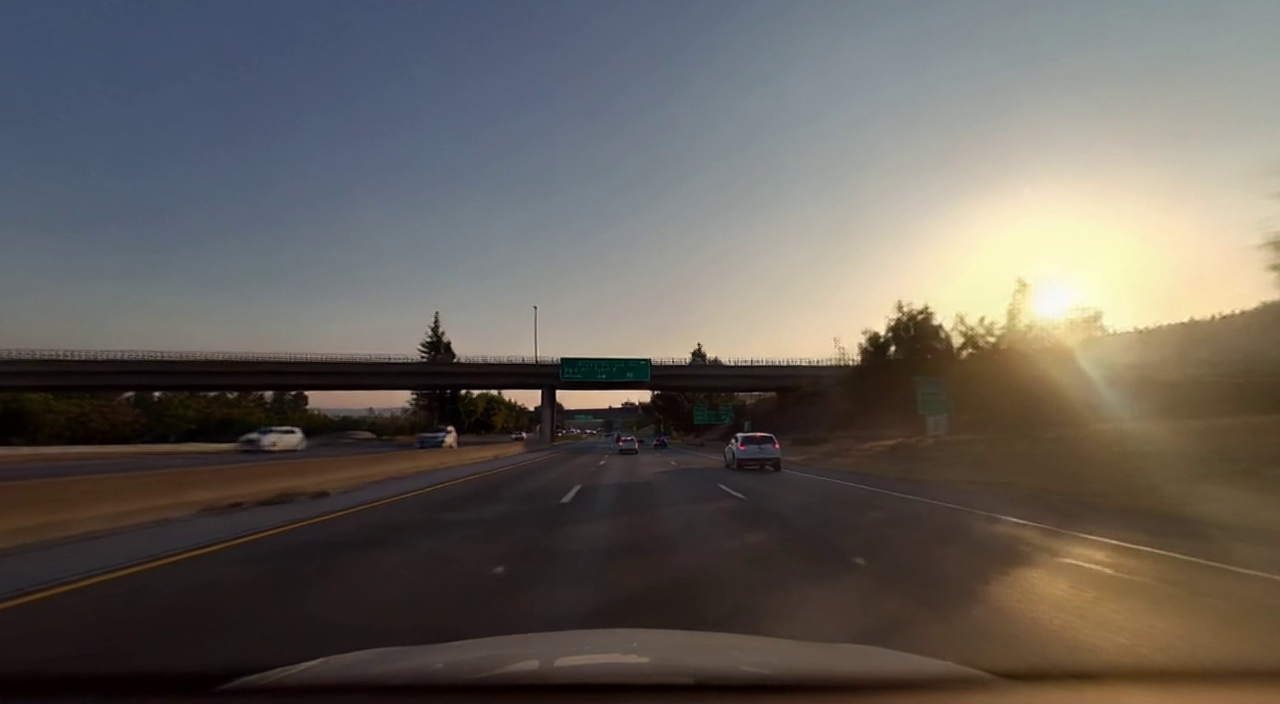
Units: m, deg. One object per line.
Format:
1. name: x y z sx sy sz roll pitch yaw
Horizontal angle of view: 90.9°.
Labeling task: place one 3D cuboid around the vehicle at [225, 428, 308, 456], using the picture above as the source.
1. vehicle: -21.106 5.091 35.840 1.901 1.483 4.704 0 -8 -1

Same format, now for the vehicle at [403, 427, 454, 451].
1. vehicle: -15.314 6.332 45.951 2.006 1.695 4.824 0 -8 0

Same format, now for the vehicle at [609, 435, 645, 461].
1. vehicle: -0.789 5.577 36.887 1.987 1.440 3.565 0 -8 -2

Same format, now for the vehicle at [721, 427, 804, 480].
1. vehicle: 3.990 3.354 21.179 1.892 1.600 3.782 0 -8 -2
